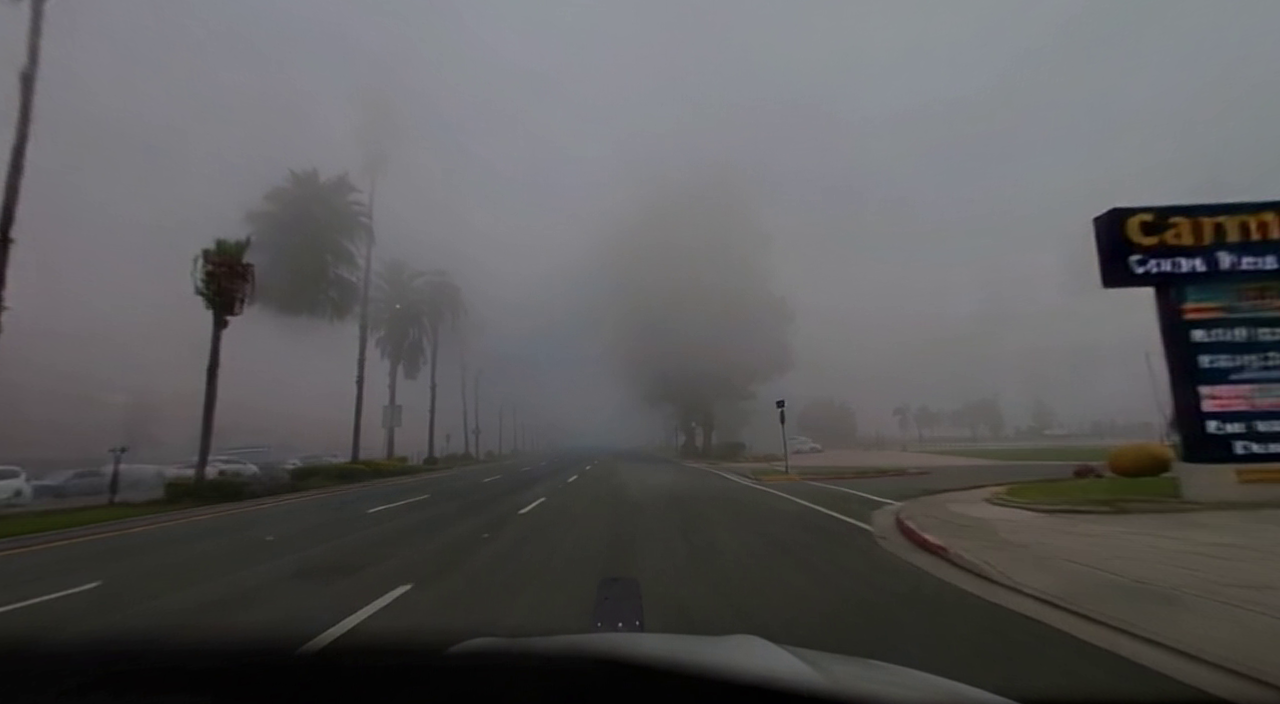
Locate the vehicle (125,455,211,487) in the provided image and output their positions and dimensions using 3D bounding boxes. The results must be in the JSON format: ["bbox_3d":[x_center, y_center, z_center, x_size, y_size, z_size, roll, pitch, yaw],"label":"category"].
[{"bbox_3d":[-27.795,6.984,37.381,1.938,1.667,4.364,0,-9,-4],"label":"vehicle"}]

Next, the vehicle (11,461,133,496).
[{"bbox_3d":[-27.622,6.155,30.970,1.807,1.446,4.605,0,-9,-2],"label":"vehicle"}]

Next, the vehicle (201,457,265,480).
[{"bbox_3d":[-28.082,8.037,43.778,1.771,1.494,4.088,0,-9,-1],"label":"vehicle"}]
